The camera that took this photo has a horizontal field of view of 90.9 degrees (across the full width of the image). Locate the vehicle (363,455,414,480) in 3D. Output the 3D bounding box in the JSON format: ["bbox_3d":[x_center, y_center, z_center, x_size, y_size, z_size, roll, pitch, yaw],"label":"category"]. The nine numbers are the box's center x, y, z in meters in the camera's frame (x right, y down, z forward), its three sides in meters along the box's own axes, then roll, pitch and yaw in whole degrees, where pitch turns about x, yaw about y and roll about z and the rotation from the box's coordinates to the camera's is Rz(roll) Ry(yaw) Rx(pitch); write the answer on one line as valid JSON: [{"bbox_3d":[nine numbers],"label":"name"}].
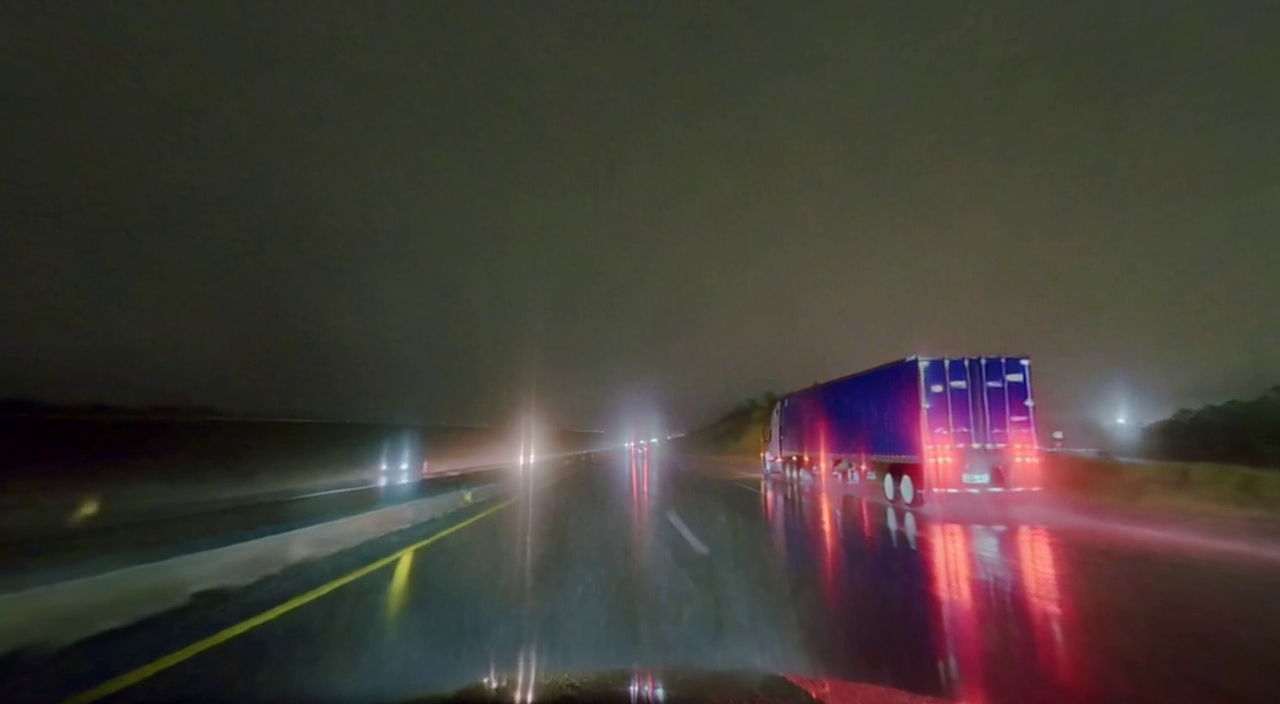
[{"bbox_3d":[-16.227,7.455,40.871,1.753,1.445,3.967,0,-9,-2],"label":"vehicle"}]
